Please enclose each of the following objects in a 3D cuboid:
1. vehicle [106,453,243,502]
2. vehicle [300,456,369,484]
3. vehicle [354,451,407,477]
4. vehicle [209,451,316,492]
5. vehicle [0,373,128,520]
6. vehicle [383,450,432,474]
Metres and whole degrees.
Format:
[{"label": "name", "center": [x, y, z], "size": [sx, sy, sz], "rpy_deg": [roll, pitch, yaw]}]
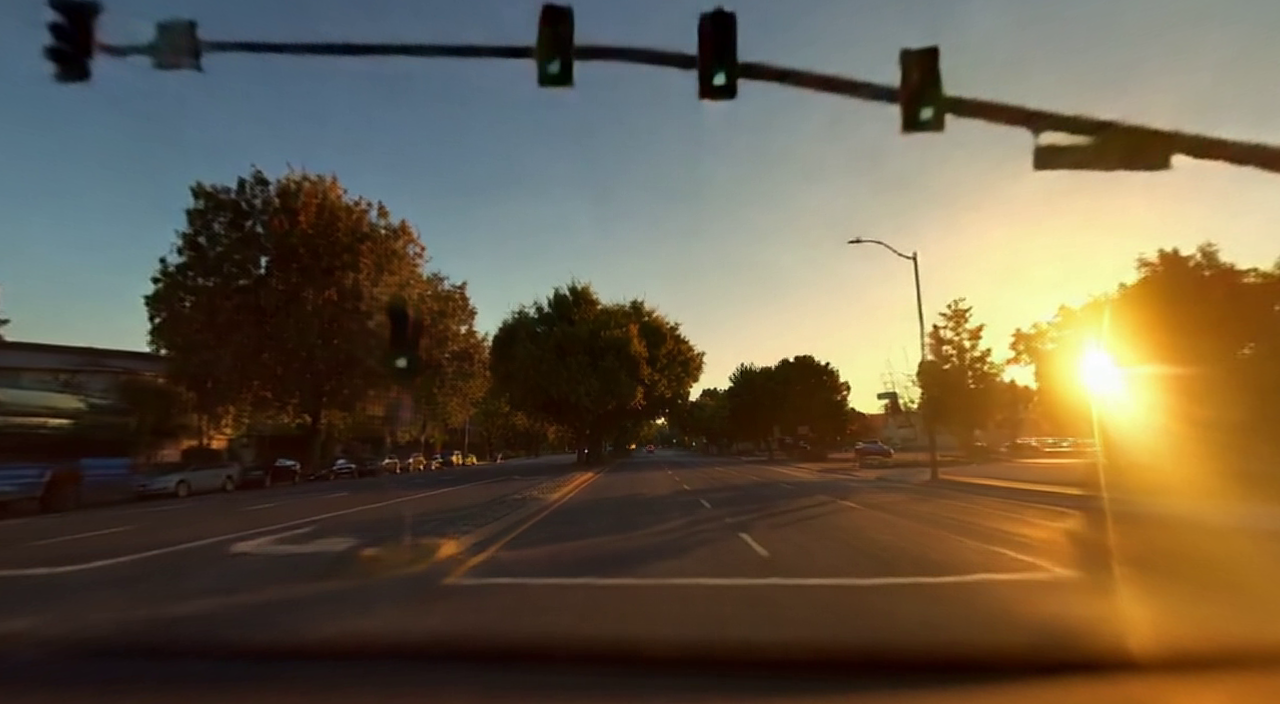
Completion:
[{"label": "vehicle", "center": [-18.093, 4.857, 24.846], "size": [1.892, 1.681, 4.596], "rpy_deg": [-1, -9, 0]}, {"label": "vehicle", "center": [-17.886, 6.904, 37.148], "size": [1.839, 1.456, 4.507], "rpy_deg": [-1, -9, 0]}, {"label": "vehicle", "center": [-17.842, 7.703, 43.519], "size": [1.952, 1.649, 4.414], "rpy_deg": [0, -9, -3]}, {"label": "vehicle", "center": [-17.931, 5.660, 30.295], "size": [2.200, 1.730, 4.886], "rpy_deg": [-1, -9, -1]}, {"label": "vehicle", "center": [-17.878, 2.488, 15.737], "size": [3.028, 3.724, 9.001], "rpy_deg": [-5, -8, -2]}, {"label": "vehicle", "center": [-18.023, 8.513, 49.128], "size": [2.115, 1.716, 4.900], "rpy_deg": [-1, -9, -2]}]
